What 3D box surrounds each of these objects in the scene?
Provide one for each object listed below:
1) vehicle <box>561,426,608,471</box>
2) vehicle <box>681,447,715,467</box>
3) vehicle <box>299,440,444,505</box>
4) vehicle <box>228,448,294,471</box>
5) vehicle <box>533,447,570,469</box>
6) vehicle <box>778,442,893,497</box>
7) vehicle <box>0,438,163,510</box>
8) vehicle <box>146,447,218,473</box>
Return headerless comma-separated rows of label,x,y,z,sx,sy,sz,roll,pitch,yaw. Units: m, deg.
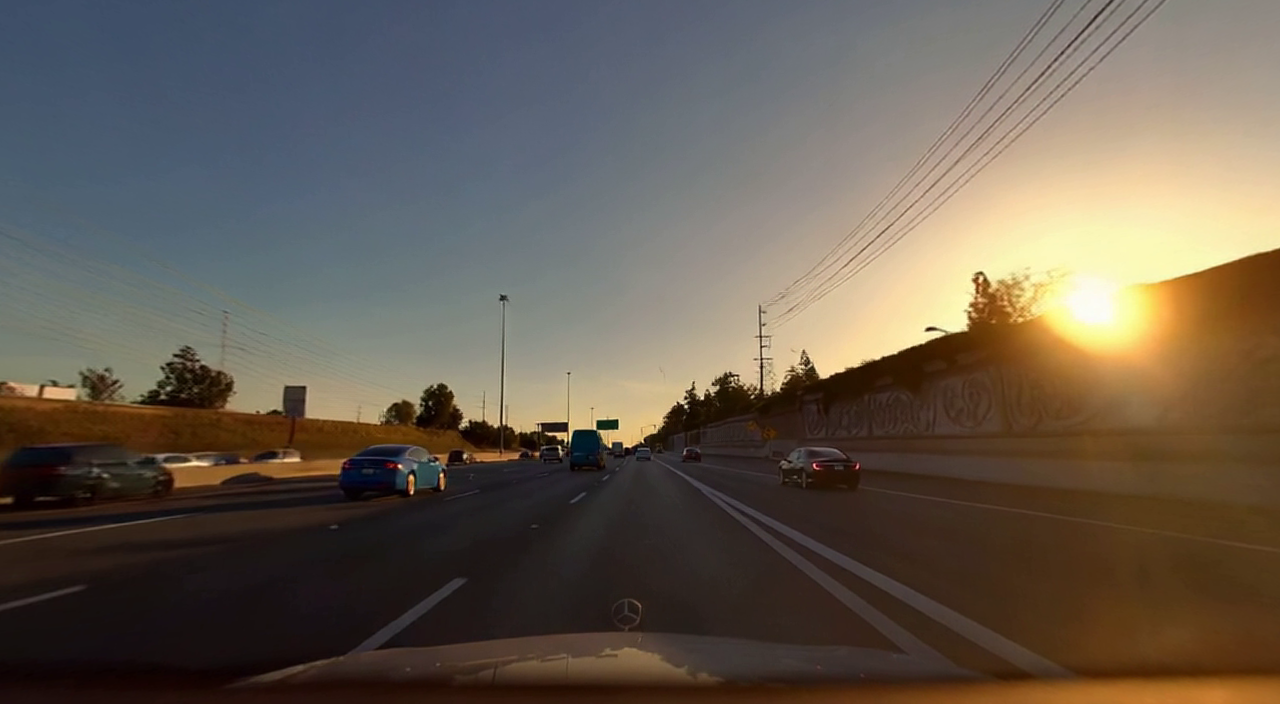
vehicle,-3.454,6.205,40.529,2.395,2.660,5.827,0,-9,1
vehicle,4.425,8.033,48.364,2.095,1.504,4.536,0,-9,-1
vehicle,-7.107,3.209,17.275,1.967,1.525,4.458,0,-9,1
vehicle,-29.089,8.242,48.544,2.070,1.690,4.801,0,-9,1
vehicle,-6.387,7.662,45.874,1.944,1.490,4.442,0,-9,1
vehicle,5.846,3.547,19.461,2.052,1.470,4.364,0,-9,-2
vehicle,-14.922,2.970,15.714,2.039,1.538,5.037,0,-9,1
vehicle,-32.923,7.773,45.423,2.039,1.759,4.072,0,-9,2
